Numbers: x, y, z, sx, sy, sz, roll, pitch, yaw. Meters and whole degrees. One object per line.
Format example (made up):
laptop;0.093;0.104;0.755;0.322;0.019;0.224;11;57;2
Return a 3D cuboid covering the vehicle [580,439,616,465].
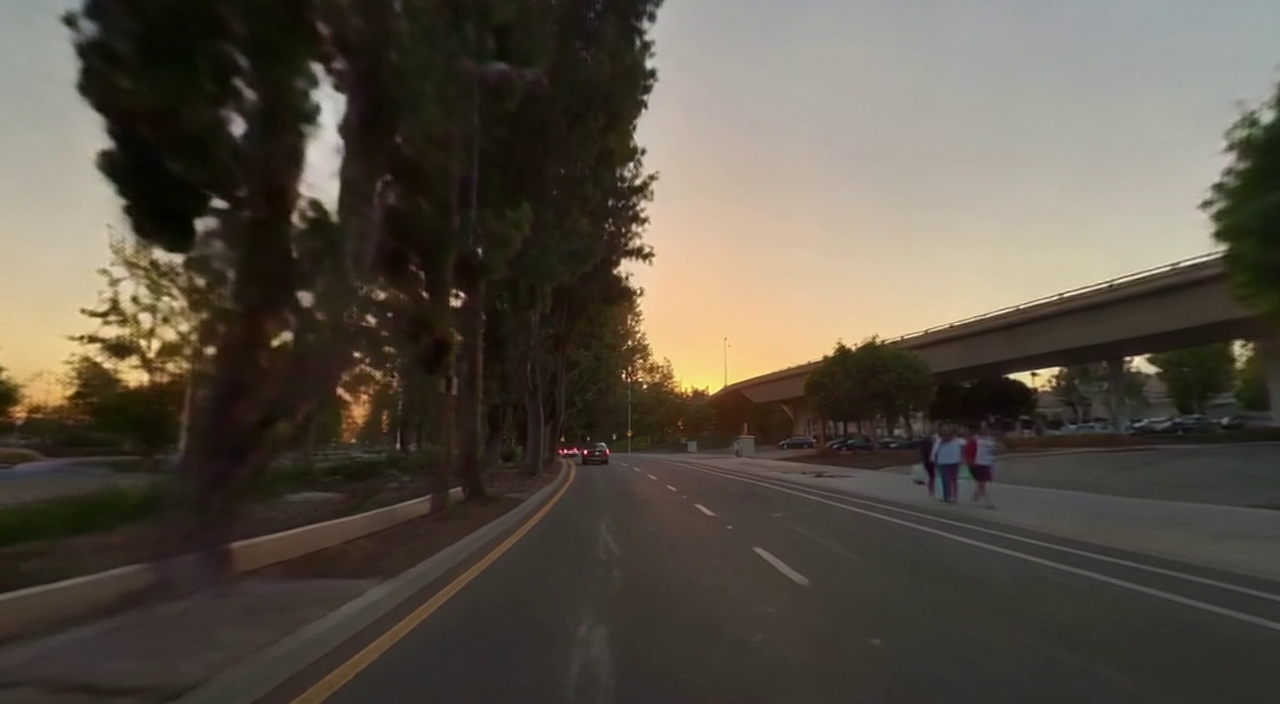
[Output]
vehicle;-3.006;7.002;44.281;2.184;1.713;4.231;2;-9;-8
